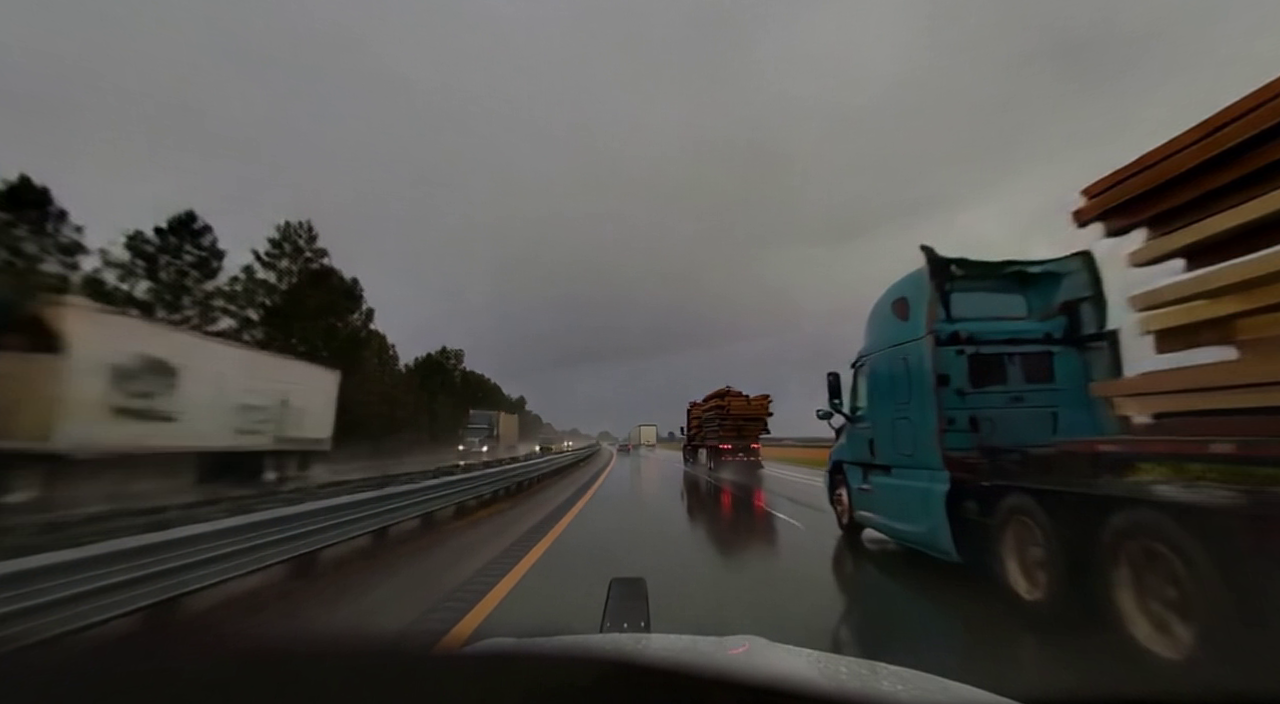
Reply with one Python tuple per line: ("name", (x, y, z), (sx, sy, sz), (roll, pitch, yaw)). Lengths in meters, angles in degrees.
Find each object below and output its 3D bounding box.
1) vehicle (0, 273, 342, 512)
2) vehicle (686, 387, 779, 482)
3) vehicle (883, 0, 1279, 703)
("vehicle", (-12.227, 1.492, 15.842), (2.918, 3.962, 13.528), (0, -9, -1))
("vehicle", (4.536, 4.667, 35.194), (3.023, 4.054, 16.882), (0, -8, 1))
("vehicle", (4.817, -0.486, 0.964), (3.024, 4.065, 13.796), (-1, -7, -2))
